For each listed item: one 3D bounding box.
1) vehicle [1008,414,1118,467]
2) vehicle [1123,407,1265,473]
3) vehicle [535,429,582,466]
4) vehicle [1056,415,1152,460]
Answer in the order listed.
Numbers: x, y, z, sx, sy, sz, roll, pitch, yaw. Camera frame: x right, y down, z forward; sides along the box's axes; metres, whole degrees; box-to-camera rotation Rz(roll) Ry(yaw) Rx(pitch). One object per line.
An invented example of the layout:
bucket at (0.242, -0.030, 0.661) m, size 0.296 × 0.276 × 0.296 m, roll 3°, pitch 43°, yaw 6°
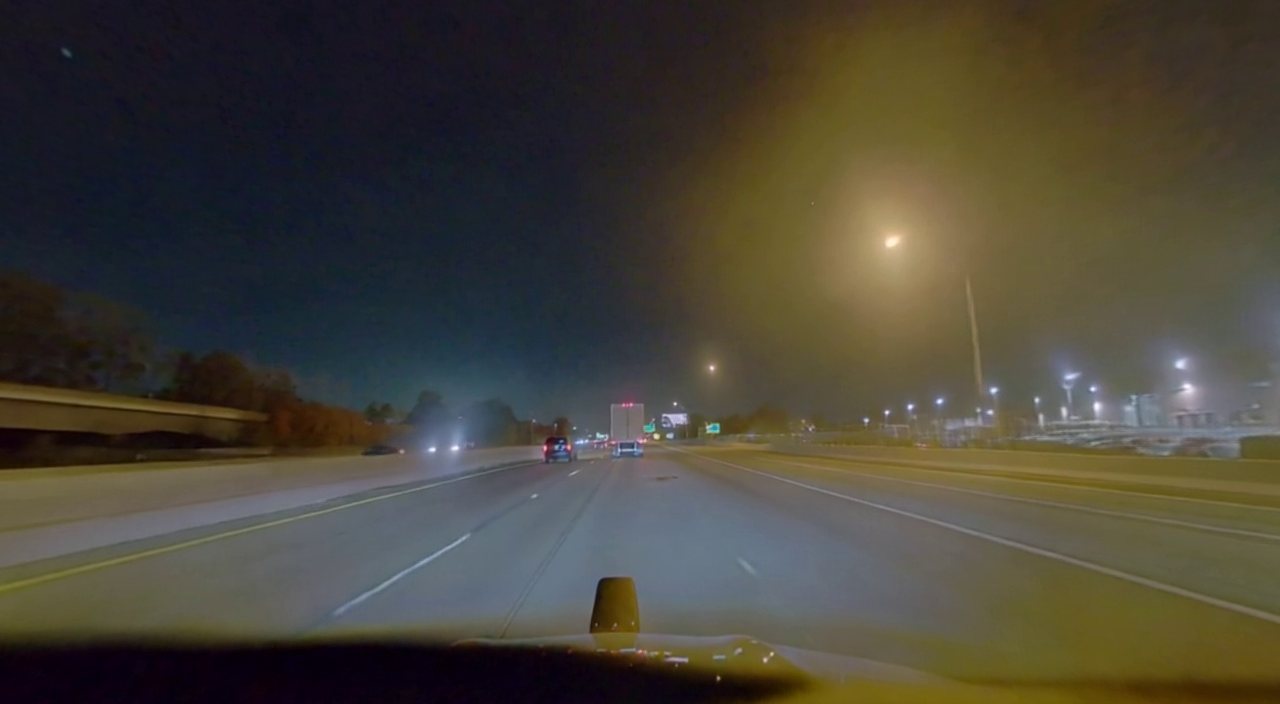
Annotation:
vehicle at (32.479, 6.768, 48.486) m, size 8.295 × 3.754 × 2.807 m, roll 3°, pitch -9°, yaw -24°
vehicle at (32.477, 5.121, 36.960) m, size 8.507 × 3.424 × 3.443 m, roll 4°, pitch -9°, yaw -30°
vehicle at (-4.567, 5.457, 36.217) m, size 2.095 × 1.930 × 4.680 m, roll 0°, pitch -8°, yaw 0°
vehicle at (31.266, 5.736, 42.559) m, size 5.465 × 2.735 × 3.004 m, roll 3°, pitch -9°, yaw -30°
